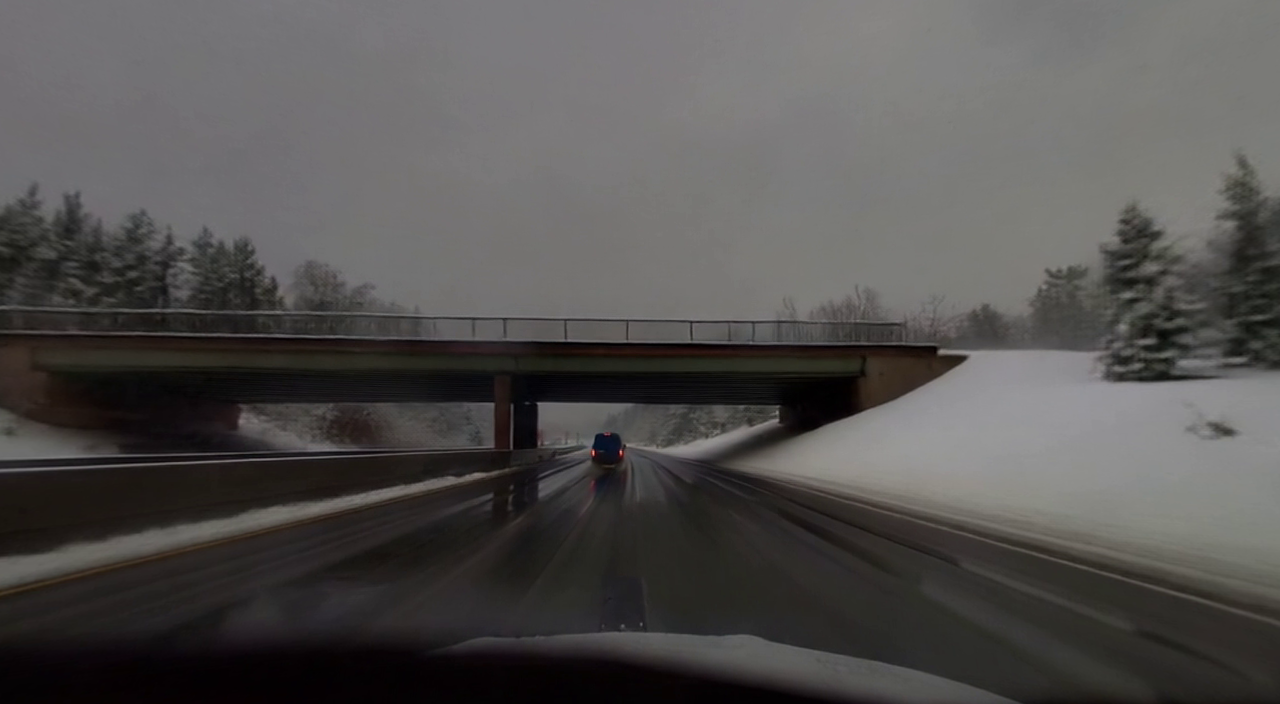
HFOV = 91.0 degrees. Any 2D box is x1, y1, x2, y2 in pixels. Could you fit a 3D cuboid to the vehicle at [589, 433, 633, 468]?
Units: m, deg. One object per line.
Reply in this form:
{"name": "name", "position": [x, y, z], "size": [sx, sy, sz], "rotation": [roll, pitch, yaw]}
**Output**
{"name": "vehicle", "position": [-1.660, 5.779, 36.945], "size": [2.372, 1.891, 5.061], "rotation": [0, -8, -2]}
